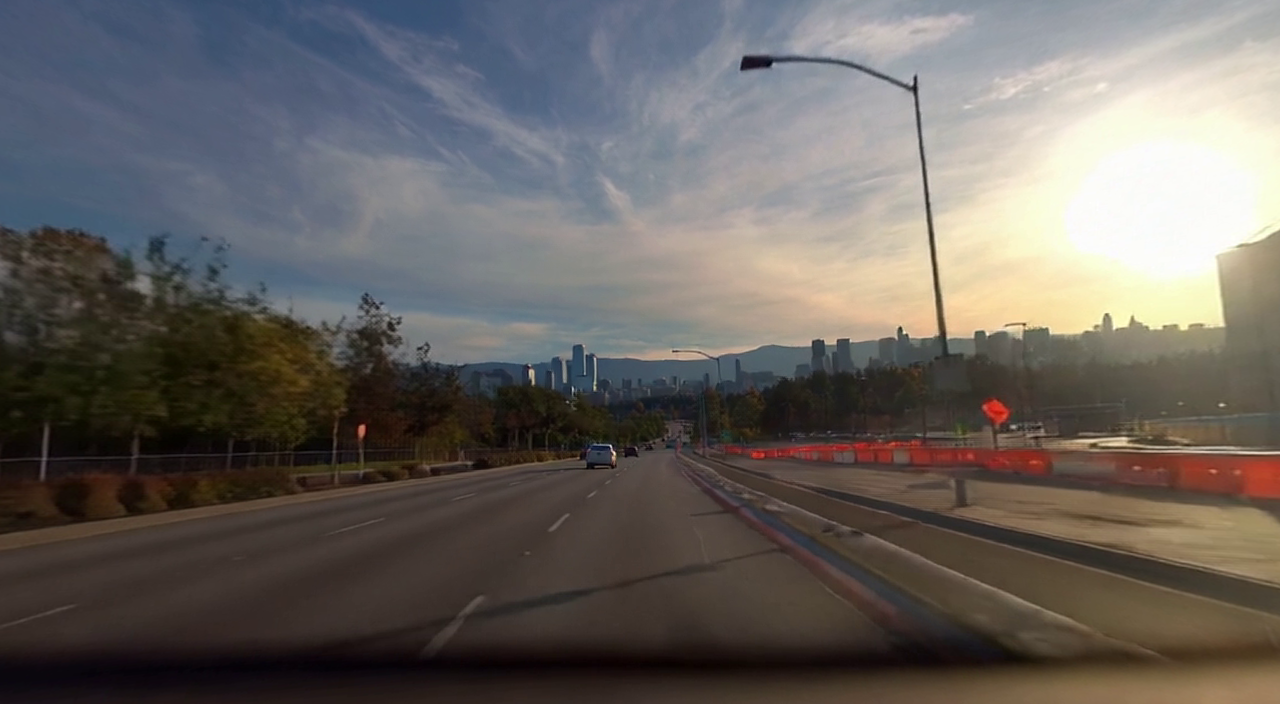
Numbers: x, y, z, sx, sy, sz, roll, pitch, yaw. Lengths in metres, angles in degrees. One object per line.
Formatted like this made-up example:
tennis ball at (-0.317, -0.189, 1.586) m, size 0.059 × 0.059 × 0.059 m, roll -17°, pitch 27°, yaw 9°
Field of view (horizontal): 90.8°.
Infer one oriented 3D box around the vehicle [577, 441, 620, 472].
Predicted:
vehicle at (-2.311, 5.994, 36.407) m, size 2.121 × 1.654 × 3.993 m, roll 0°, pitch -8°, yaw 2°
